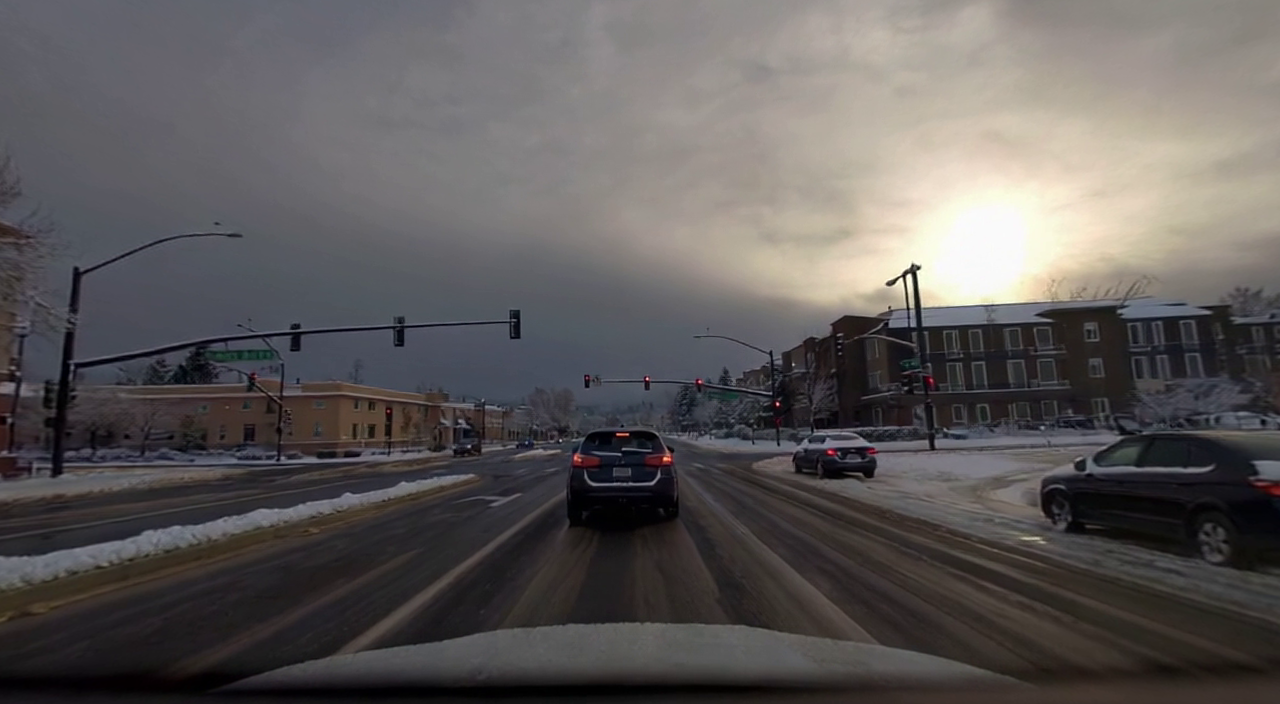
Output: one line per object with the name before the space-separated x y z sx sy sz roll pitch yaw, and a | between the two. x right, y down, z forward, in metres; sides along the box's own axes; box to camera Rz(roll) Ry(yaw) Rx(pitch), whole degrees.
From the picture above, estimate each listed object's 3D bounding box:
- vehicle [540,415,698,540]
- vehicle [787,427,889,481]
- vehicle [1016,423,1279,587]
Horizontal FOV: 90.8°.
vehicle | -0.293 1.904 10.137 2.032 1.593 3.896 0 -9 -1
vehicle | 6.469 3.404 21.208 1.963 1.611 4.359 0 -9 -1
vehicle | 6.454 1.582 7.171 1.768 1.417 4.213 0 -9 0
